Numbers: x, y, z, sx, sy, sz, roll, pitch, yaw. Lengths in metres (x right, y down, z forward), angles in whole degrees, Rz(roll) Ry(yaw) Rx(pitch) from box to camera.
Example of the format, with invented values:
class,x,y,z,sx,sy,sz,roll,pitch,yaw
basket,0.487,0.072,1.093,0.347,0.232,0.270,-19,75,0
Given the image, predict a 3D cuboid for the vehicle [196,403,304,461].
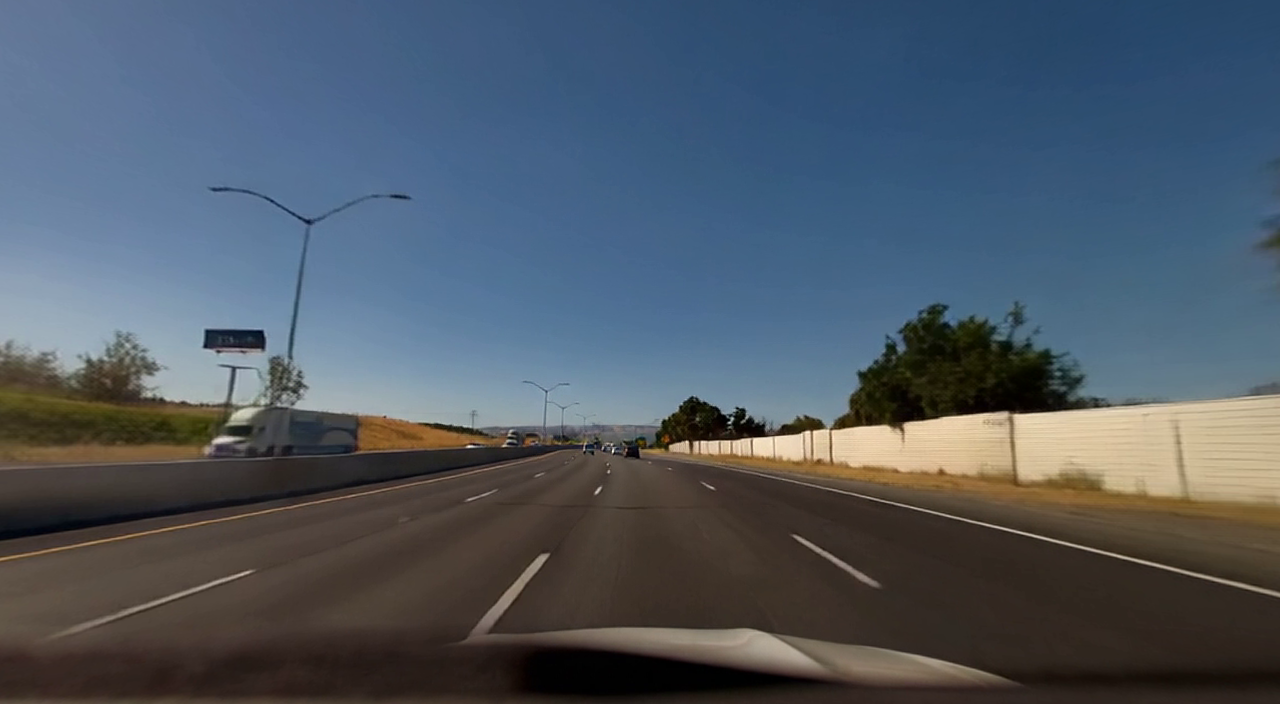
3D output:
class,x,y,z,sx,sy,sz,roll,pitch,yaw
vehicle,-28.270,5.967,46.325,3.025,3.872,8.107,0,-8,-3
